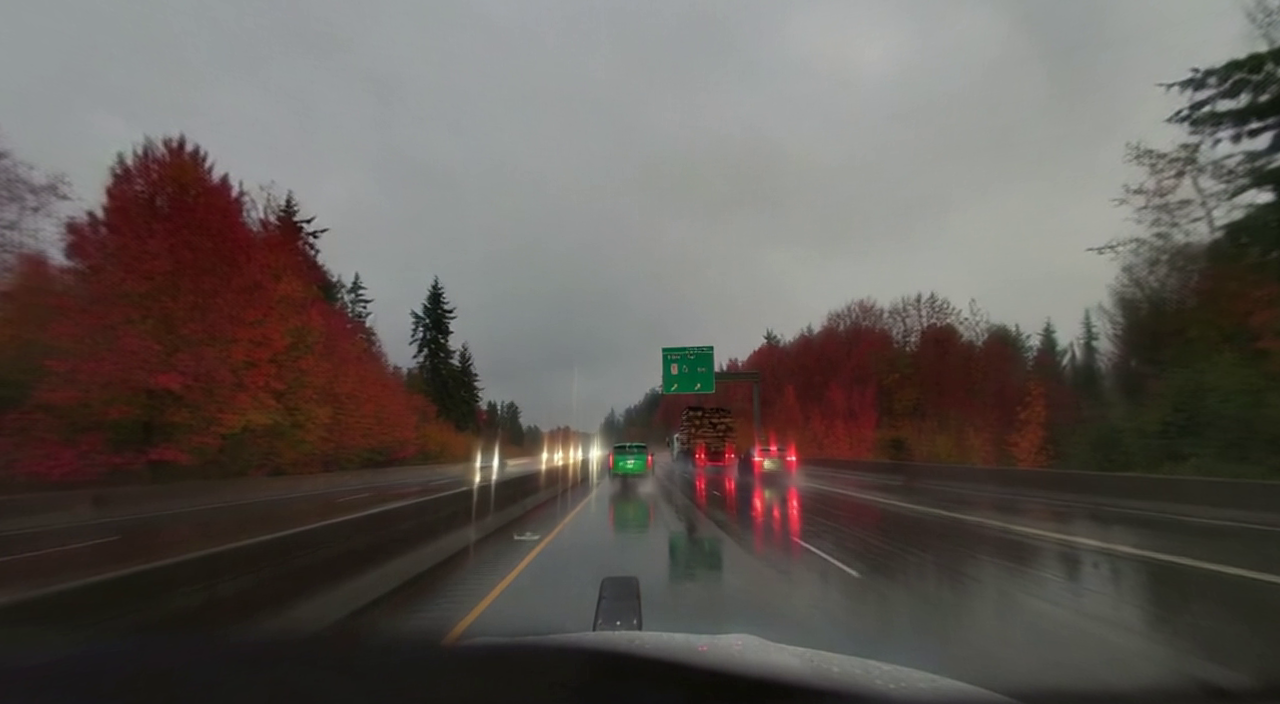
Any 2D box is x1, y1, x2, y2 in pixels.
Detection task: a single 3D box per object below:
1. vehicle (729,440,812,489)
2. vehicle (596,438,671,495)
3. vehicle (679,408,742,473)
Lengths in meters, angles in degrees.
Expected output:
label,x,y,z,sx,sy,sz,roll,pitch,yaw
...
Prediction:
label,x,y,z,sx,sy,sz,roll,pitch,yaw
vehicle,4.826,4.221,23.914,2.057,1.660,4.525,0,-9,-2
vehicle,-0.207,3.790,21.052,2.263,1.699,3.936,0,-9,0
vehicle,4.581,6.073,42.709,3.125,3.895,8.461,0,-9,-1
